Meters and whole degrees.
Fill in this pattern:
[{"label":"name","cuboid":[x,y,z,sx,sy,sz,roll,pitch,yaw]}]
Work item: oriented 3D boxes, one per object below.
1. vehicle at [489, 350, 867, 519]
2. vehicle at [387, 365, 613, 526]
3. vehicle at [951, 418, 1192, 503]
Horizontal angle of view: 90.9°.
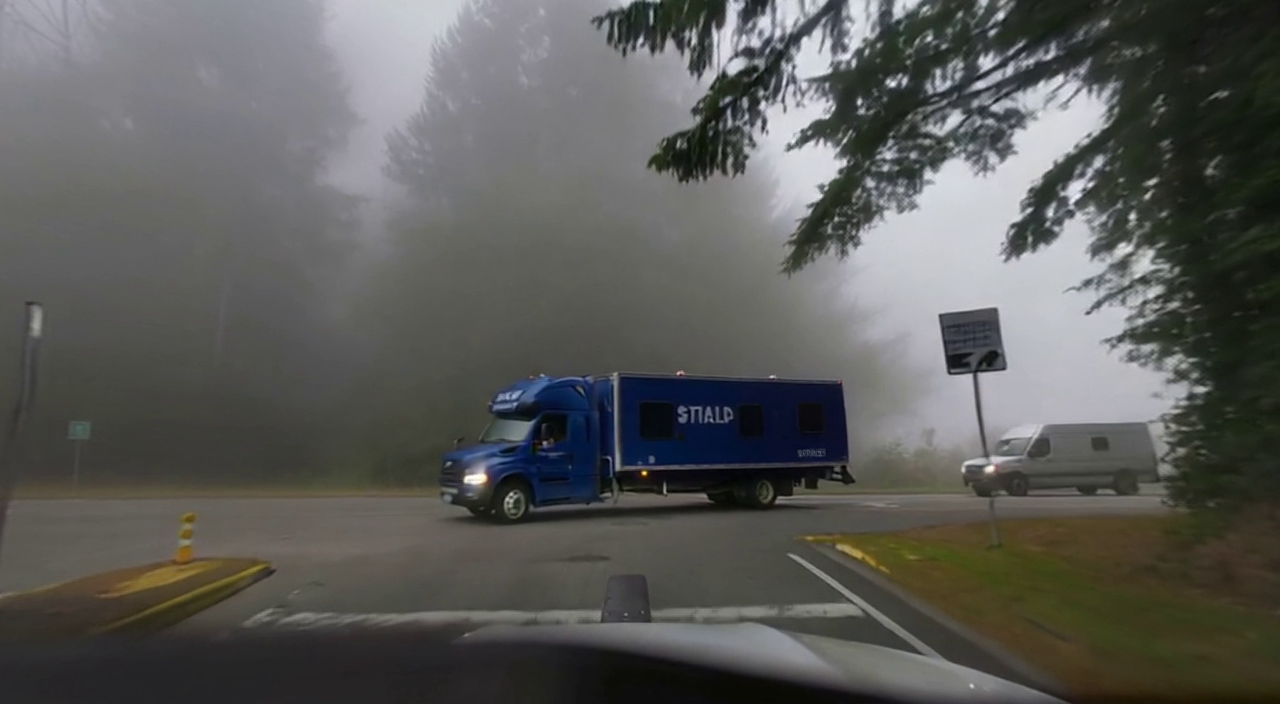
[{"label":"vehicle","cuboid":[1.221,2.251,16.860,9.765,3.622,2.740,4,-10,-24]},{"label":"vehicle","cuboid":[-3.300,2.188,14.798,4.552,3.175,2.847,4,-10,-25]},{"label":"vehicle","cuboid":[13.310,3.363,19.731,5.923,2.424,2.247,0,-9,-4]}]
